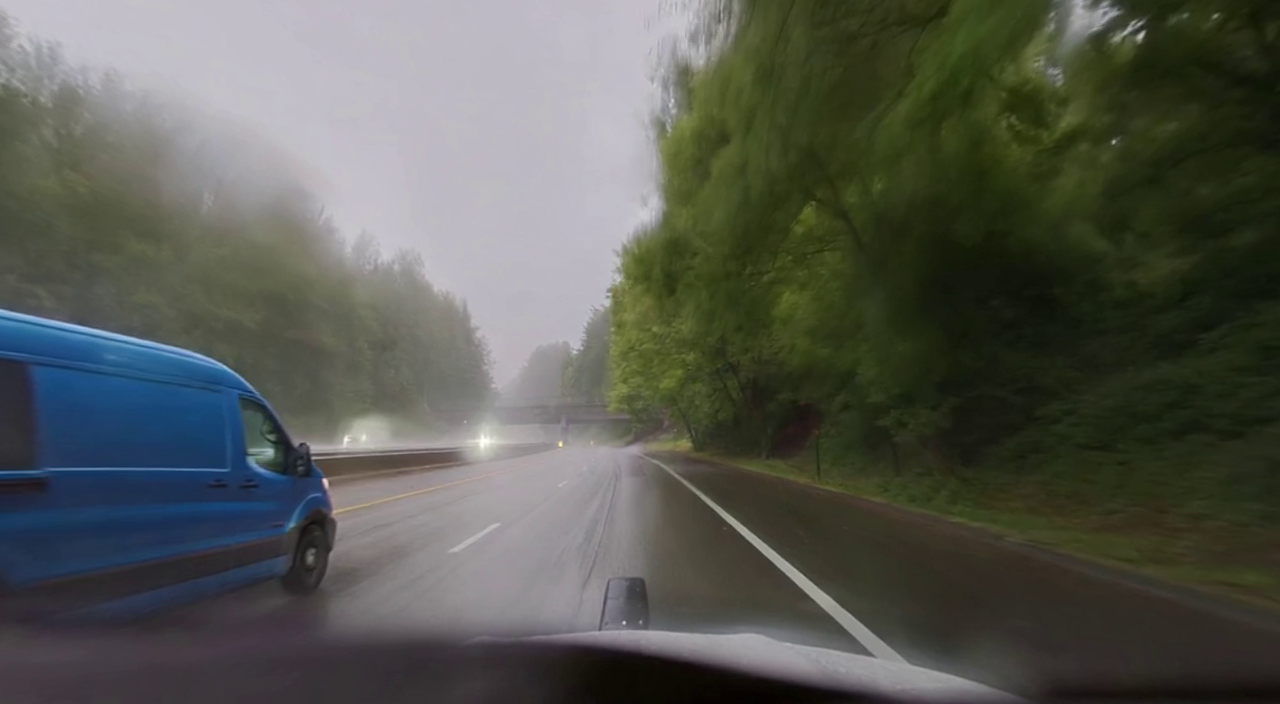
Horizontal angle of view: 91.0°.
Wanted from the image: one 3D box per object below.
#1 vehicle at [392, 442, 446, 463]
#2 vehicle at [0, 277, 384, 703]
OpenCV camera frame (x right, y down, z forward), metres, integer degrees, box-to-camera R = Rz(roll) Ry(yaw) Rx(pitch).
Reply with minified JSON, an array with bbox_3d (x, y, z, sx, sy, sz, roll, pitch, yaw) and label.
[{"bbox_3d":[-13.816,6.280,39.612,2.053,1.233,4.093,0,-8,-1],"label":"vehicle"},{"bbox_3d":[-3.593,0.801,3.213,2.372,1.891,5.061,0,-8,1],"label":"vehicle"}]
